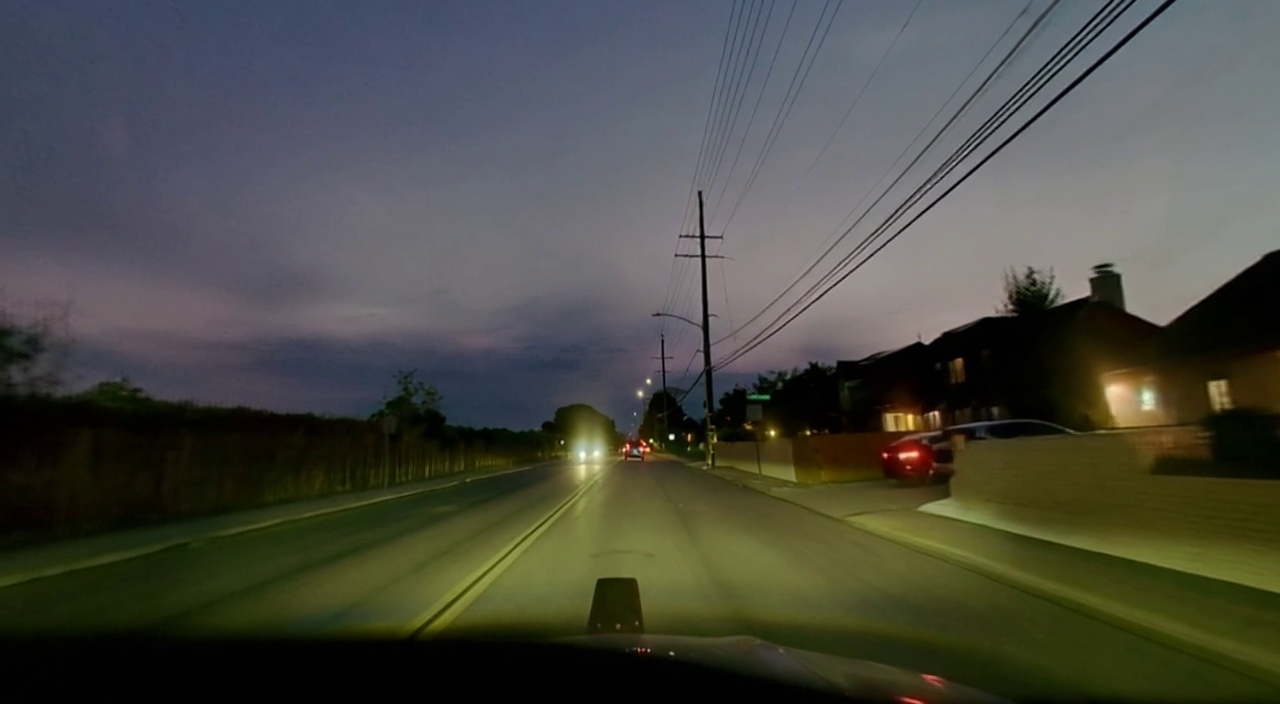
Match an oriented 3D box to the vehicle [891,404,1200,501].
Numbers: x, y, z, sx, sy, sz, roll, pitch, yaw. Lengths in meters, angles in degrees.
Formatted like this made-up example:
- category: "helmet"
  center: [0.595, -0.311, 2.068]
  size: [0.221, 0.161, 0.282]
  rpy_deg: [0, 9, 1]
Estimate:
- category: "vehicle"
  center: [9.341, 2.370, 15.022]
  size: [5.590, 2.067, 2.553]
  rpy_deg: [0, -9, -3]
